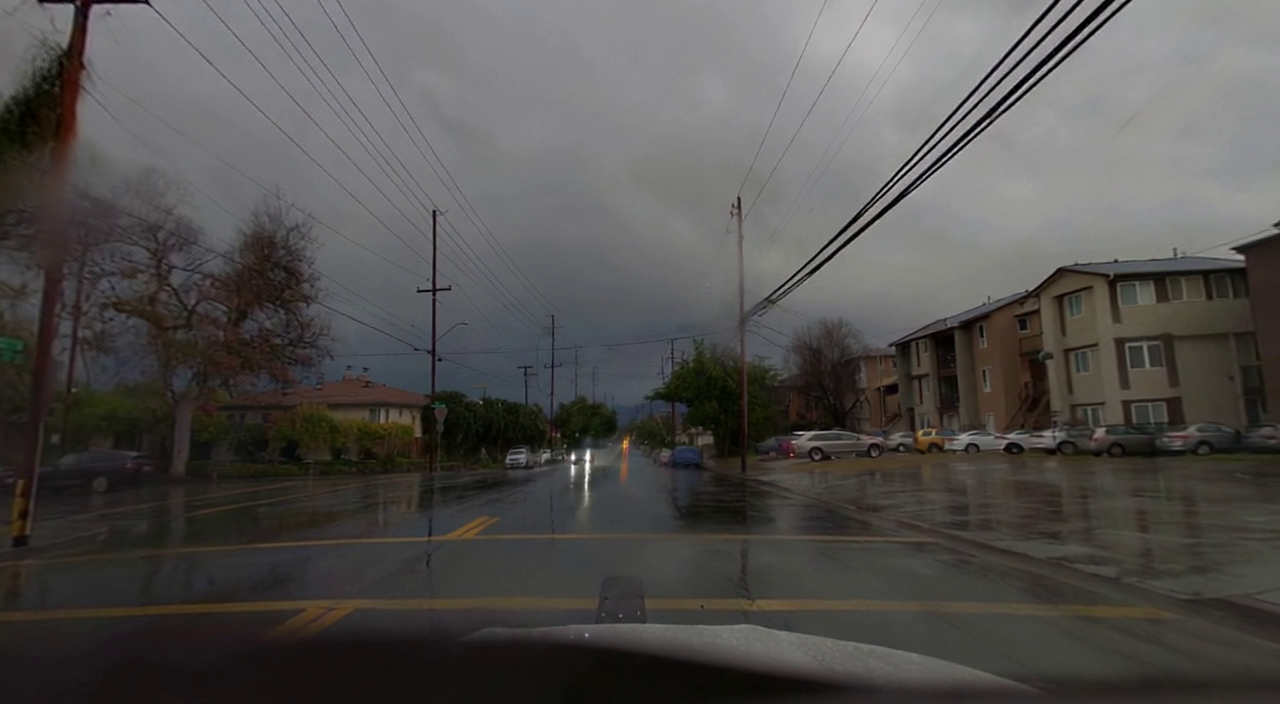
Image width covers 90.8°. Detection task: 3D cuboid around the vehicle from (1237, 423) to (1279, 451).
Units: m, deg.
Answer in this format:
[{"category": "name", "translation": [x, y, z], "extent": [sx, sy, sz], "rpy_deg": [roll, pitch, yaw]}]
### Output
[{"category": "vehicle", "translation": [33.073, 4.418, 32.713], "extent": [3.433, 1.389, 1.683], "rpy_deg": [3, -9, -22]}]

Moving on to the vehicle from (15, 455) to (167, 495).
[{"category": "vehicle", "translation": [-22.309, 4.991, 25.802], "extent": [4.424, 1.486, 1.814], "rpy_deg": [0, -8, -2]}]

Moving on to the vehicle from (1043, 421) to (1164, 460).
[{"category": "vehicle", "translation": [22.099, 4.175, 30.352], "extent": [4.320, 1.673, 1.957], "rpy_deg": [-2, -5, 24]}]

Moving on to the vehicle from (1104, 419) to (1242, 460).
[{"category": "vehicle", "translation": [22.389, 3.717, 26.659], "extent": [4.002, 1.505, 2.061], "rpy_deg": [-1, -10, -5]}]

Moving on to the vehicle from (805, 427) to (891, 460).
[{"category": "vehicle", "translation": [11.217, 4.928, 33.939], "extent": [4.509, 1.664, 1.981], "rpy_deg": [6, -10, -34]}]

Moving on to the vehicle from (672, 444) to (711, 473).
[{"category": "vehicle", "translation": [3.236, 6.802, 40.526], "extent": [1.993, 1.755, 4.256], "rpy_deg": [0, -8, -2]}]

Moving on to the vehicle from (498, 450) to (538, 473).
[{"category": "vehicle", "translation": [-8.560, 7.682, 44.542], "extent": [2.066, 1.472, 4.353], "rpy_deg": [0, -8, -2]}]
